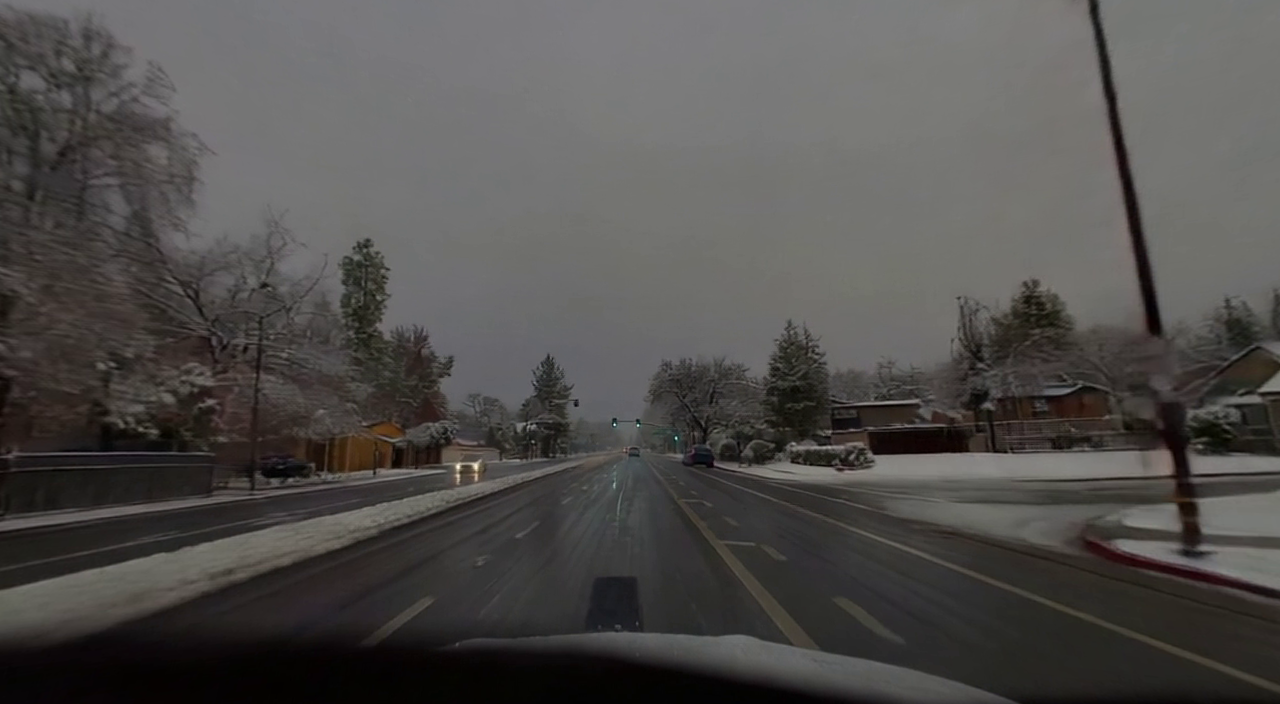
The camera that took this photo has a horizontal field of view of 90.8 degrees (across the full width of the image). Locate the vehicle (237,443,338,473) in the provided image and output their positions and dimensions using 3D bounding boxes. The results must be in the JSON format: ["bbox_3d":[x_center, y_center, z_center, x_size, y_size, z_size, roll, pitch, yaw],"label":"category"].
[{"bbox_3d":[-21.223,6.385,38.142,4.853,1.754,2.095,-1,-9,3],"label":"vehicle"}]

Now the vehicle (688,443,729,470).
[{"bbox_3d":[4.642,7.212,43.808,2.180,1.782,4.790,0,-9,-1],"label":"vehicle"}]
